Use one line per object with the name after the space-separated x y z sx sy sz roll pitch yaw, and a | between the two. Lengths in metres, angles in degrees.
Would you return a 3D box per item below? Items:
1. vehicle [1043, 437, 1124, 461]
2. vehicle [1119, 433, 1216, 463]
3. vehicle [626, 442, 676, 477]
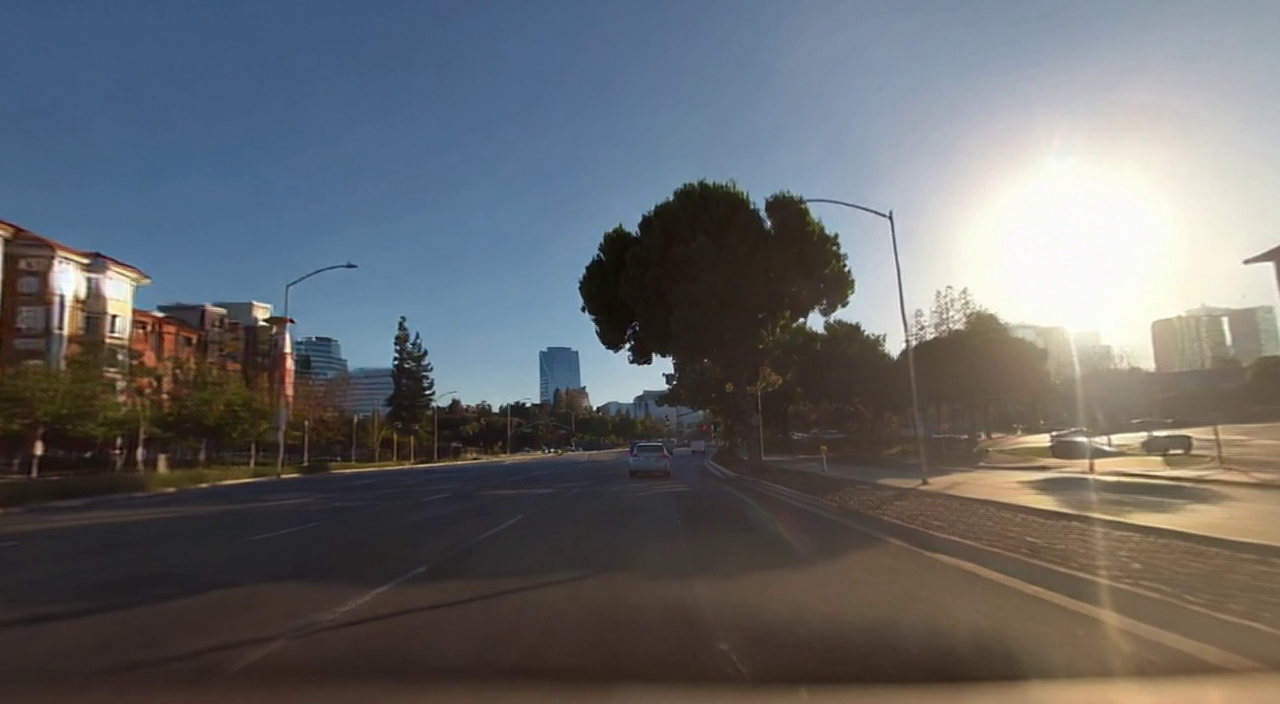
28.862 6.339 41.337 1.839 1.470 4.548 0 -9 -3 | vehicle
33.978 6.191 40.931 1.984 1.750 4.798 0 -8 -2 | vehicle
0.552 4.929 29.152 2.133 1.481 4.276 -1 -9 2 | vehicle
